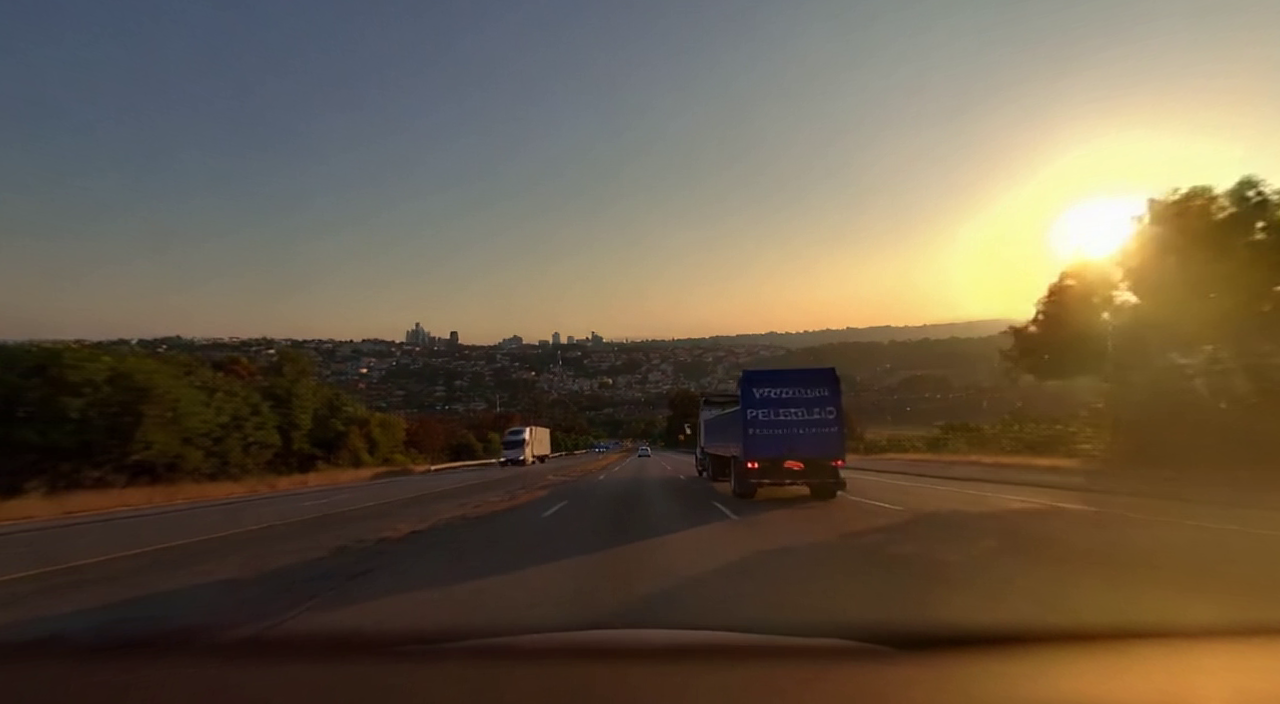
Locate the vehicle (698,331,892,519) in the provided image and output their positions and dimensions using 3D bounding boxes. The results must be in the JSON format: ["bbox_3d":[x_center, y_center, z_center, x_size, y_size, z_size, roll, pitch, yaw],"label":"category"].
[{"bbox_3d":[4.062,2.555,20.468,3.341,4.269,12.252,0,-9,1],"label":"vehicle"}]
